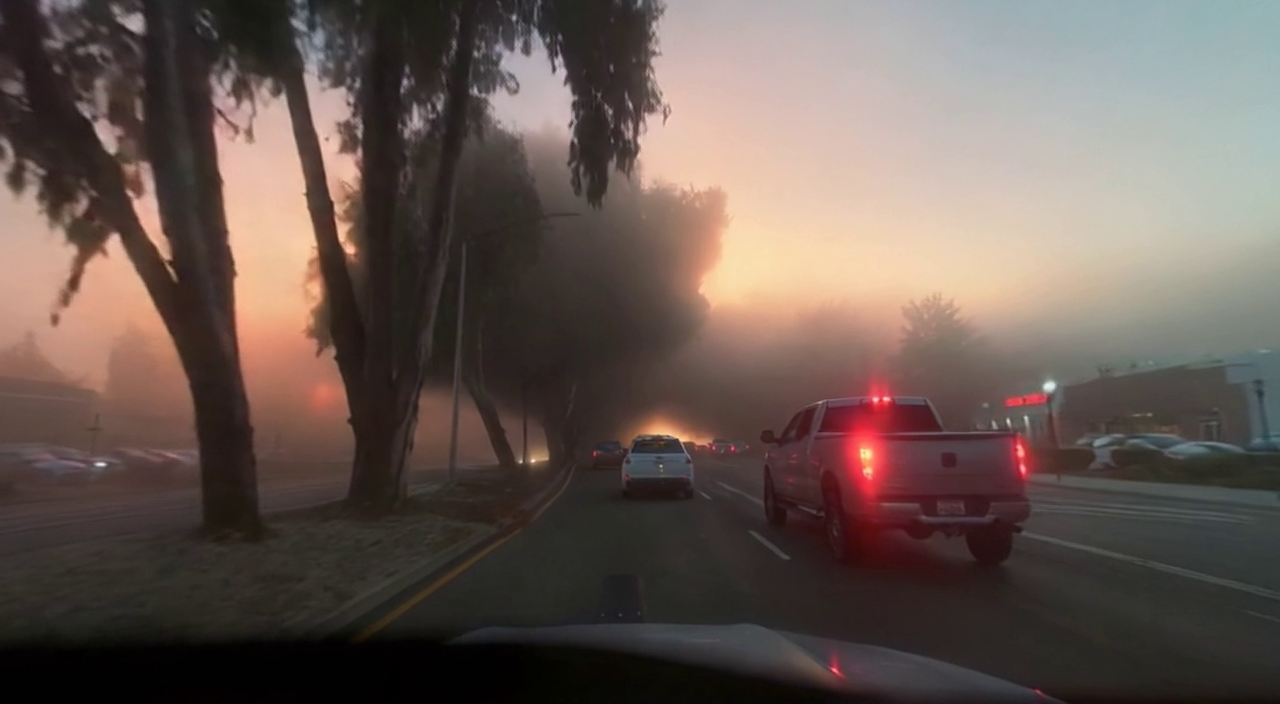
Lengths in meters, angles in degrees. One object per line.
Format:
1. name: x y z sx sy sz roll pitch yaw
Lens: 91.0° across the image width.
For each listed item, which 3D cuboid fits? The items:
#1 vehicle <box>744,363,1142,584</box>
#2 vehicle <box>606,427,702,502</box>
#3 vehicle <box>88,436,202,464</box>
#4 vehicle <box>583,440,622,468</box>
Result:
1. vehicle: 3.407 1.608 9.125 2.731 2.101 6.047 0 -9 0
2. vehicle: 0.313 2.811 16.083 2.145 1.650 4.021 0 -9 0
3. vehicle: -32.646 6.469 41.630 5.603 1.772 2.150 1 -9 -3
4. vehicle: -2.153 5.679 35.246 1.960 1.475 4.161 1 -9 -6
